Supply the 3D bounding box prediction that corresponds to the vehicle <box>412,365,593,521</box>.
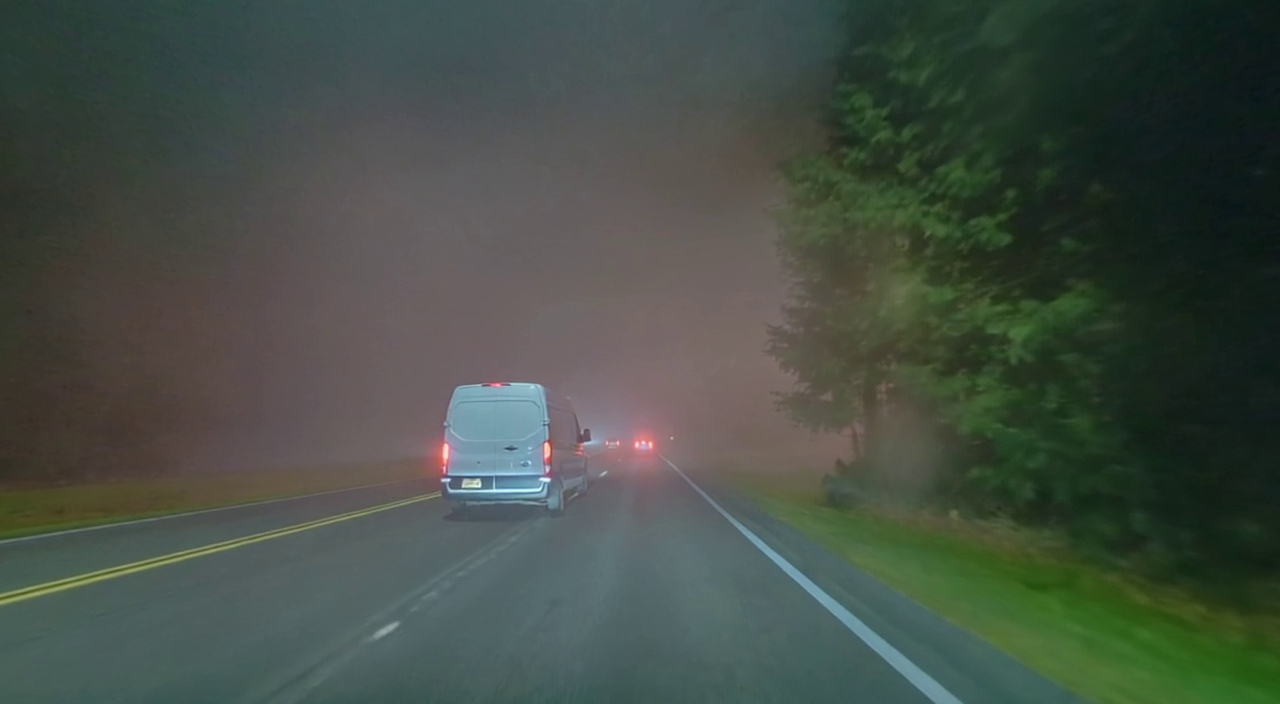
[{"bbox_3d":[-2.555,1.957,13.720,2.497,2.628,6.016,0,-8,1],"label":"vehicle"}]
